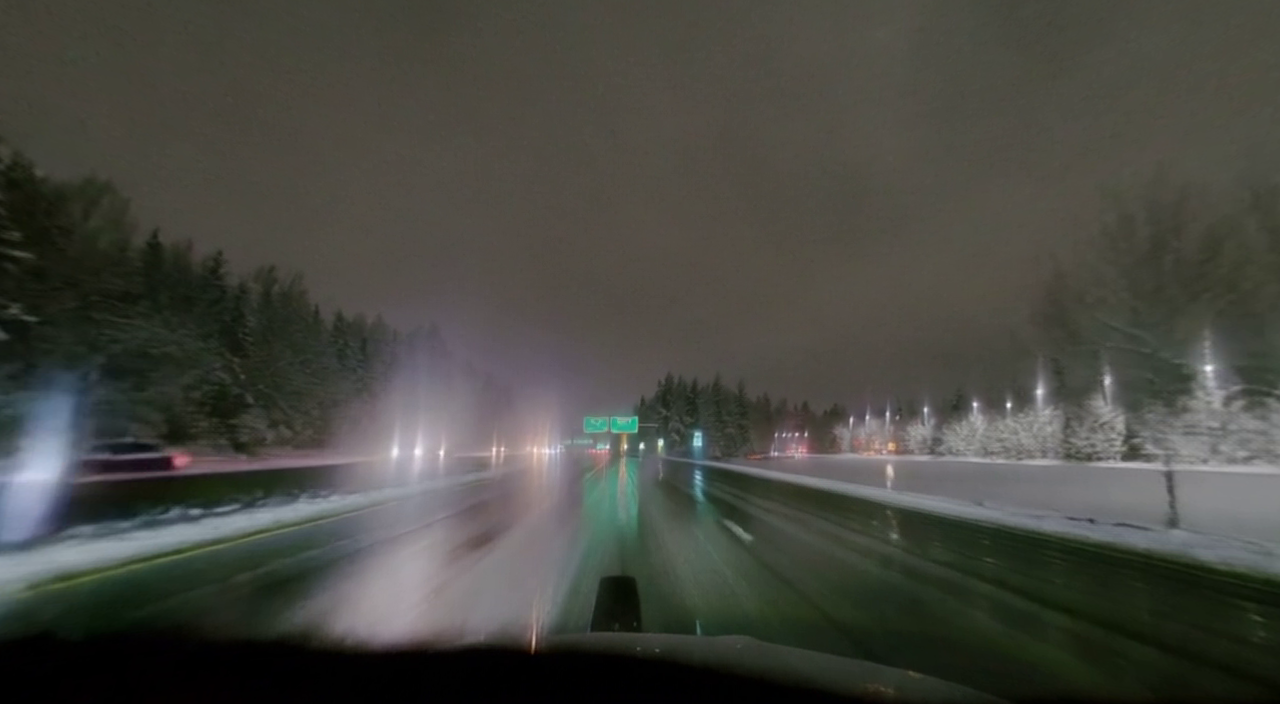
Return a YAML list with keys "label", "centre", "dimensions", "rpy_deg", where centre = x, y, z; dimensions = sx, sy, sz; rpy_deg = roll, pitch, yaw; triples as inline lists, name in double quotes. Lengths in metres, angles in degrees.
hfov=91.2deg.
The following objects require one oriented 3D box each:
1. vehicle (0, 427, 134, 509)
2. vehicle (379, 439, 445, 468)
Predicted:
- label: "vehicle"
  centre: [-12.916, 2.293, 12.477]
  dimensions: [1.853, 1.506, 4.630]
  rpy_deg: [0, -9, -1]
- label: "vehicle"
  centre: [-13.192, 5.934, 36.610]
  dimensions: [2.021, 1.545, 4.889]
  rpy_deg: [0, -9, -1]
